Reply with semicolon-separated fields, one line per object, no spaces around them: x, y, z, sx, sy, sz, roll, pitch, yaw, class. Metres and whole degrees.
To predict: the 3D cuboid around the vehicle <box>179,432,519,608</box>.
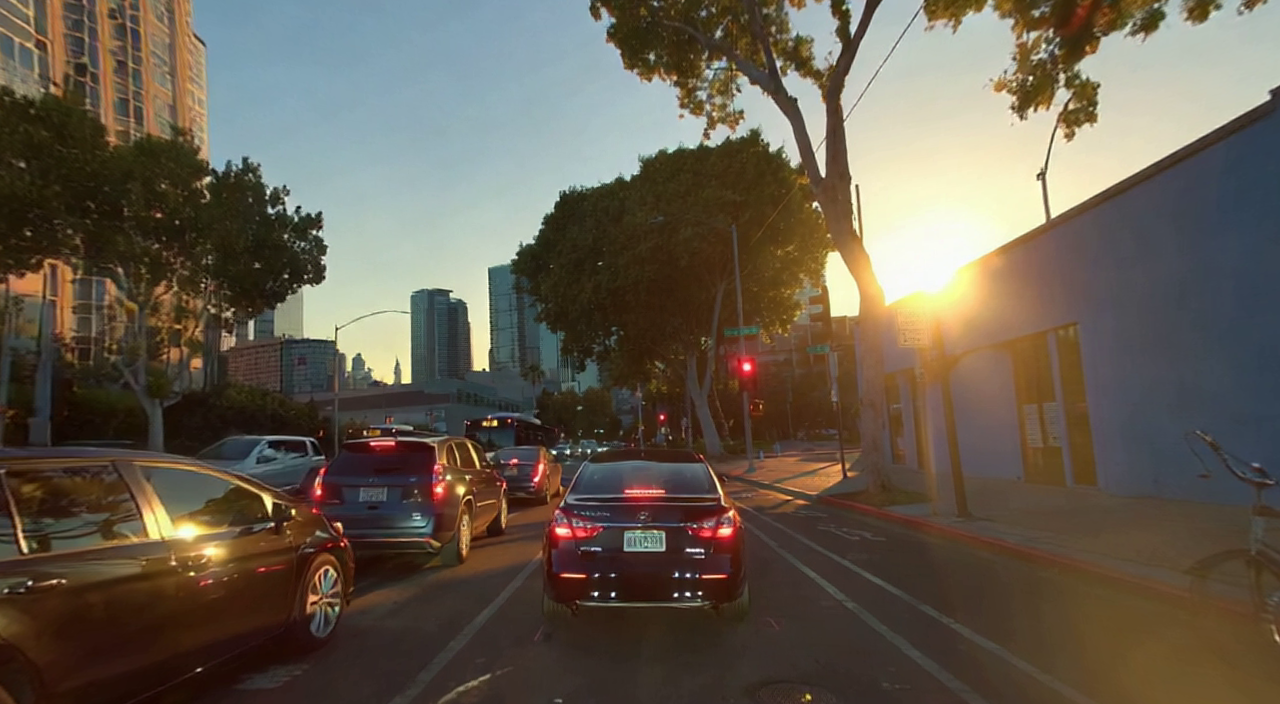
-2.918;1.758;7.640;1.944;1.481;4.385;0;-8;1;vehicle

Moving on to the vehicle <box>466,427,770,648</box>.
-0.136;1.526;6.178;2.031;1.461;3.763;0;-8;1;vehicle

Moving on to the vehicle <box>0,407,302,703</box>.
-3.169;0.878;1.748;1.867;1.486;4.452;0;-8;2;vehicle
